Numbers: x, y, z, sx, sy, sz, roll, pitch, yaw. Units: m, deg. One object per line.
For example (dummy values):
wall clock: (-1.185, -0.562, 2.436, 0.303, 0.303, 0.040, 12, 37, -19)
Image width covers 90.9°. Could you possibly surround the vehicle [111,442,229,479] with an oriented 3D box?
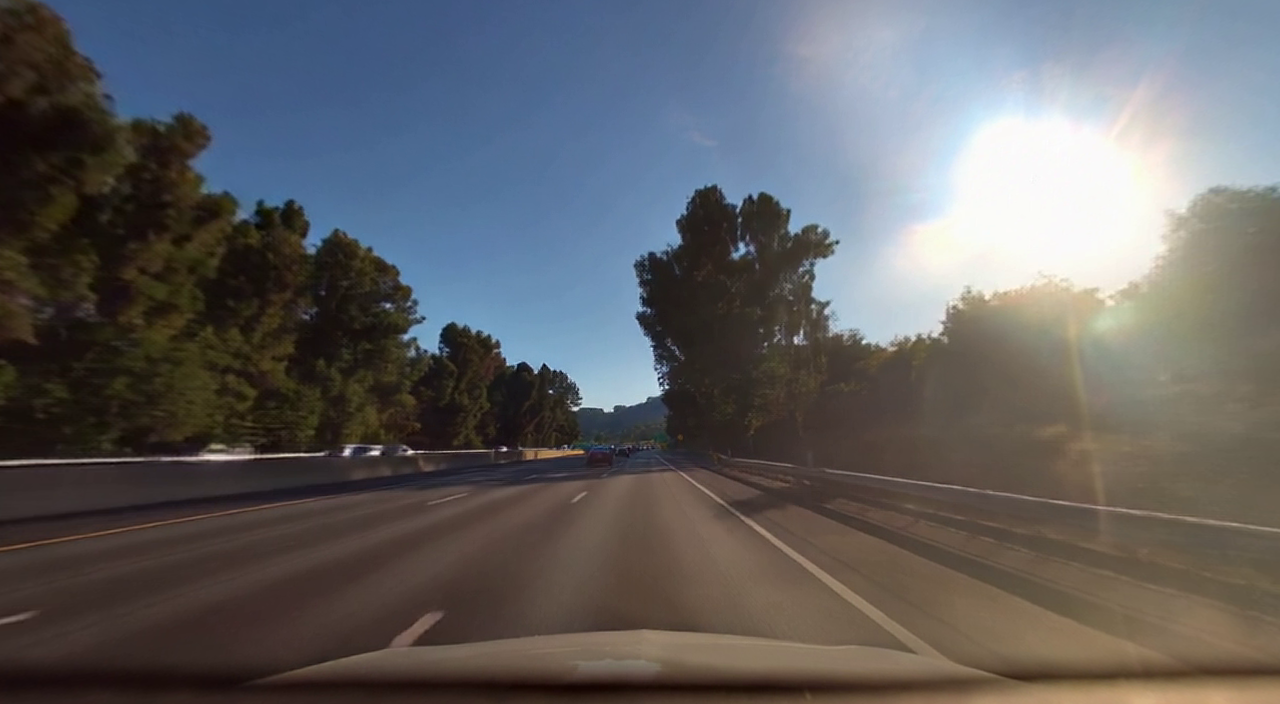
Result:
vehicle: (-21.103, 4.882, 28.606, 1.831, 1.526, 4.458, 0, -8, 1)
